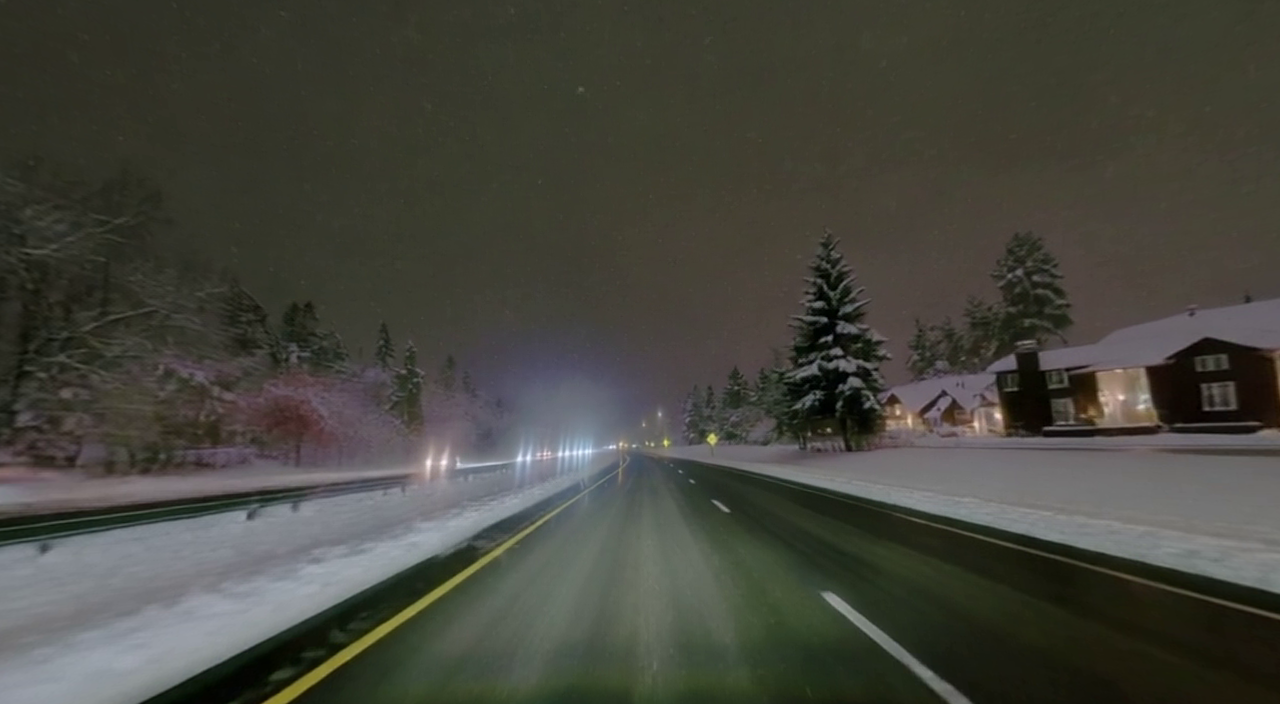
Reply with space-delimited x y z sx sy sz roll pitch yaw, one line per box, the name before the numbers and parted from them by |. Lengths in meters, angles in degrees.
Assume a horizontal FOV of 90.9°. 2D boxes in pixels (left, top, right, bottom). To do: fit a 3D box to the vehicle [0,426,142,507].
vehicle | -22.267 4.240 23.868 2.524 2.717 4.974 -1 -8 2
